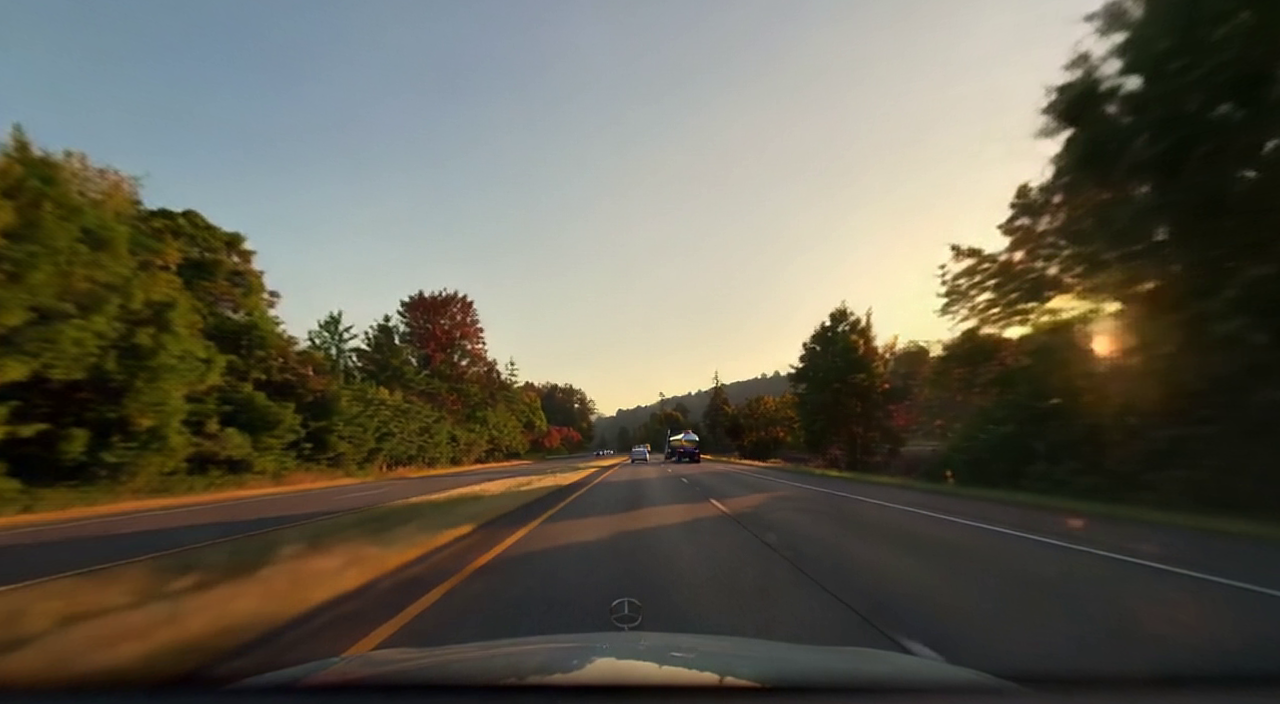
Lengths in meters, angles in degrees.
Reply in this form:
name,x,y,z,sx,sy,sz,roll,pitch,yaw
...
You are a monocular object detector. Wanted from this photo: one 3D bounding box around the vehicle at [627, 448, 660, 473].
name,x,y,z,sx,sy,sz,roll,pitch,yaw
vehicle,0.222,6.630,38.657,1.926,1.386,3.615,0,-9,0
